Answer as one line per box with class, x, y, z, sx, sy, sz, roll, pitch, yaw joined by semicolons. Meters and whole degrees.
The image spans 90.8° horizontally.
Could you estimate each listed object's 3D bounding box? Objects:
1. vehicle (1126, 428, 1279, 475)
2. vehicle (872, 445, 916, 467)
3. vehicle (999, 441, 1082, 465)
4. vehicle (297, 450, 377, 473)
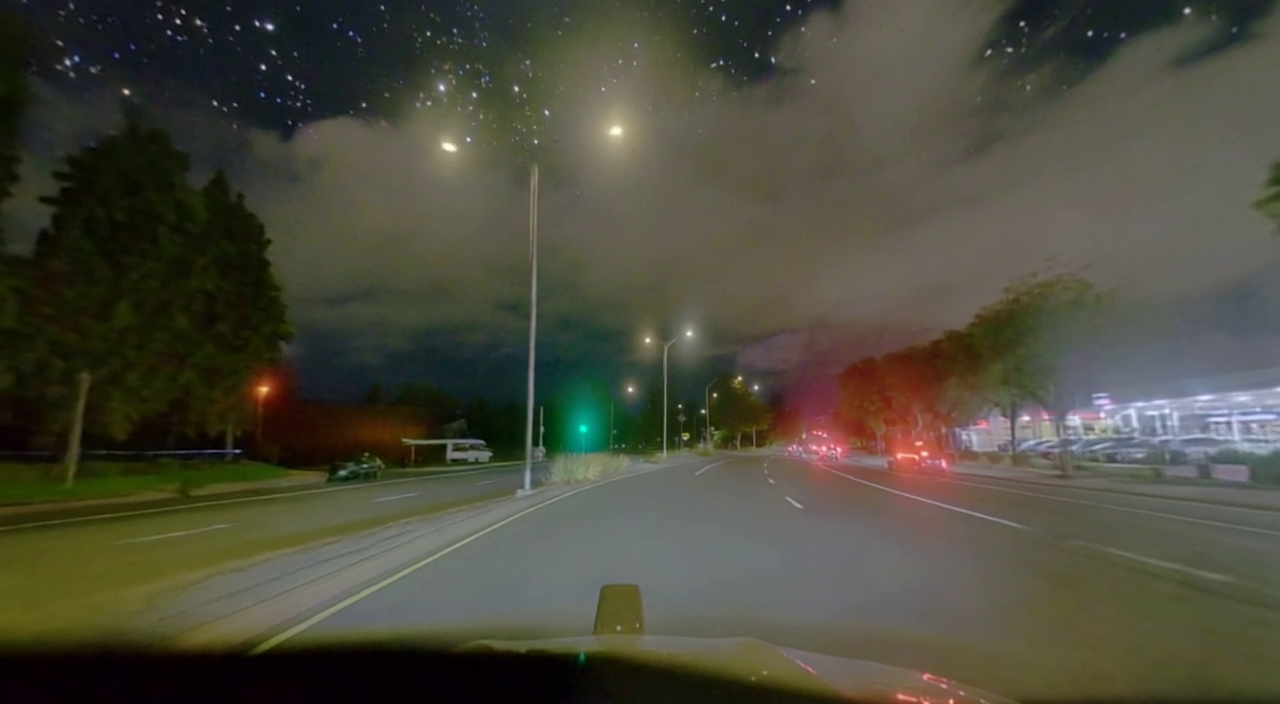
vehicle;24.099;4.163;26.644;2.239;1.742;5.364;2;-9;-14
vehicle;18.465;7.580;46.175;2.099;1.464;4.615;-2;-9;11
vehicle;26.077;6.594;41.332;1.843;1.455;4.558;2;-9;-11
vehicle;-20.125;7.244;42.048;4.520;1.439;1.919;-2;-9;14
